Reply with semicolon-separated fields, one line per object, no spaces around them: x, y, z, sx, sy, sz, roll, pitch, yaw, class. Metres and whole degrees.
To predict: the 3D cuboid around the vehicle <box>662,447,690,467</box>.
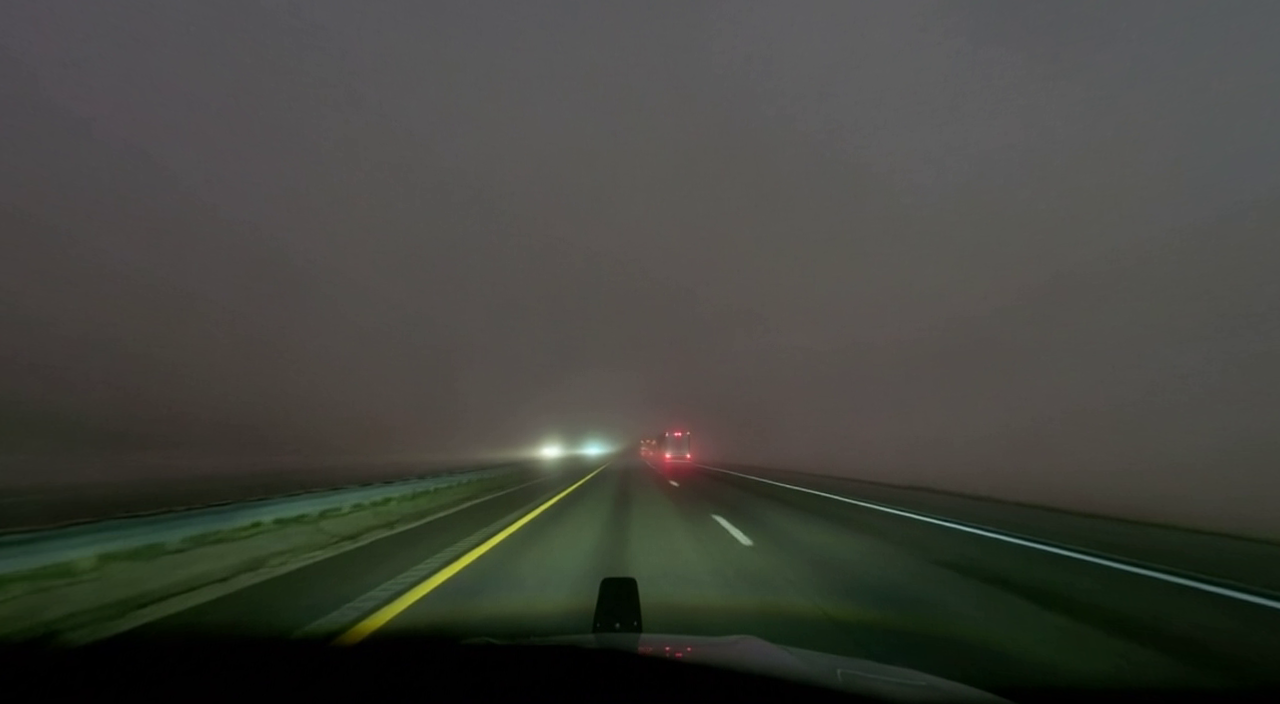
2.728;8.131;48.705;1.836;1.459;3.766;0;-9;-2;vehicle
